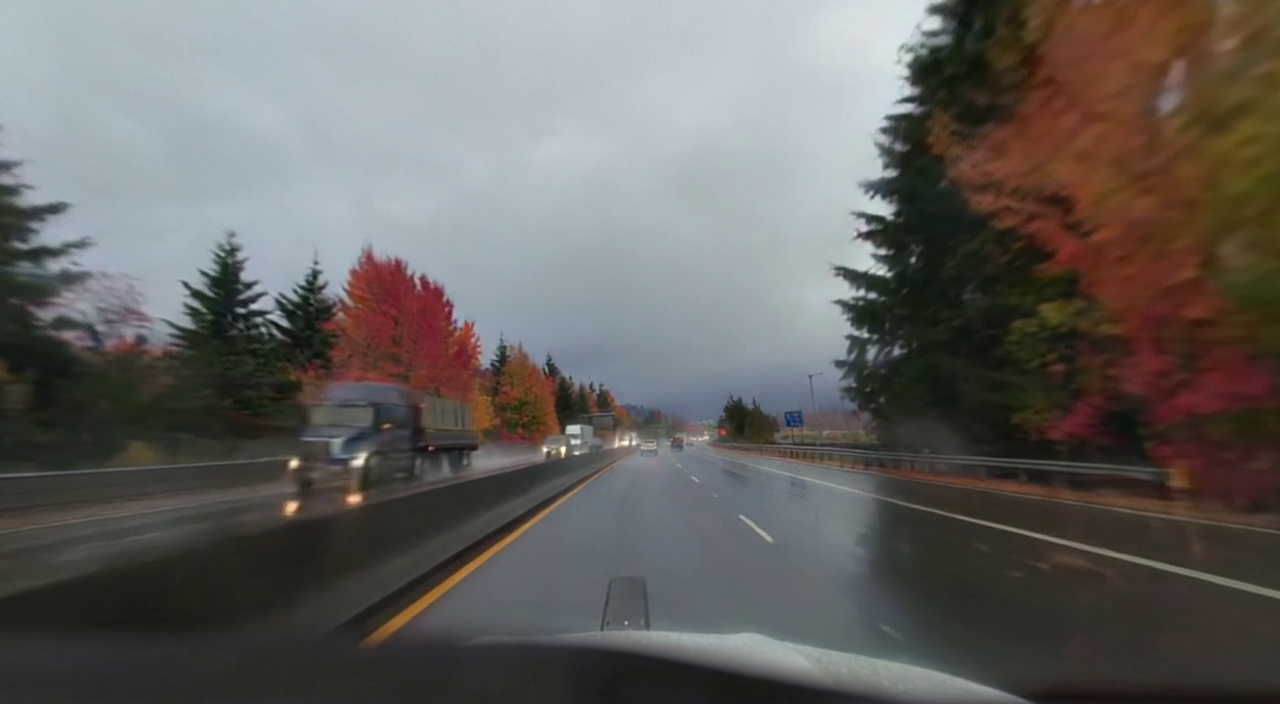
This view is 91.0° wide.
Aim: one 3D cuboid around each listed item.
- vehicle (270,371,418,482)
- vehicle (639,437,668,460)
[{"bbox_3d":[-11.566,3.058,25.359,2.945,3.941,6.037,0,-8,-1],"label":"vehicle"},{"bbox_3d":[0.874,6.663,43.593,1.924,1.498,3.817,0,-8,0],"label":"vehicle"}]
